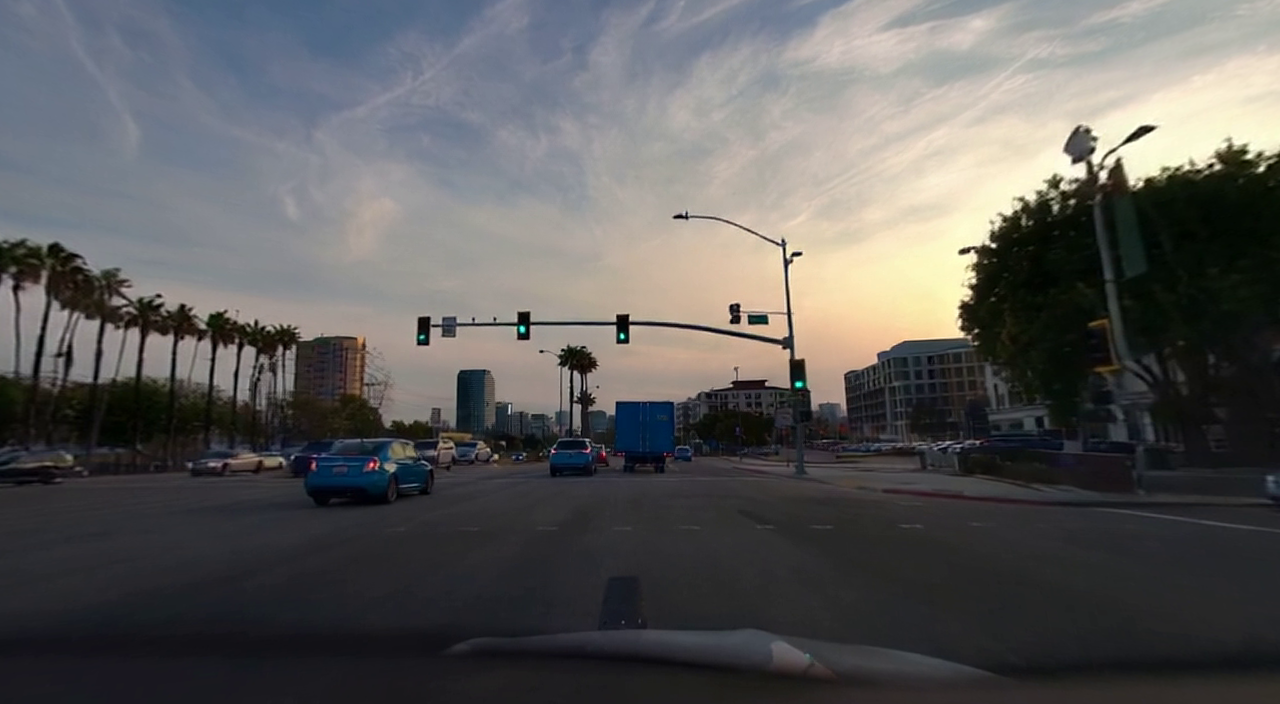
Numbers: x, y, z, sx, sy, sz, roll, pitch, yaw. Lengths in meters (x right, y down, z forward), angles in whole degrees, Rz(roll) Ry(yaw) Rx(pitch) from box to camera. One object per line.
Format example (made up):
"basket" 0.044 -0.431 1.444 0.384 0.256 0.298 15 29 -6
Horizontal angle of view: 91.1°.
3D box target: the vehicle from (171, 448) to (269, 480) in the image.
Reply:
"vehicle" -21.332 5.681 32.119 1.876 1.479 4.443 0 -9 1

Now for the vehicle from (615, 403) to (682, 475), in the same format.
"vehicle" 0.425 4.414 31.712 2.993 3.235 6.692 0 -9 1

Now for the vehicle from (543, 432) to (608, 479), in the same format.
"vehicle" -2.701 4.499 27.520 2.178 1.826 4.933 0 -9 2

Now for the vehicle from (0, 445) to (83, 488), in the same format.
"vehicle" -27.913 5.022 27.695 2.006 1.791 4.944 0 -9 1

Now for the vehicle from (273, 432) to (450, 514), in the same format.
"vehicle" -6.354 2.797 15.076 2.045 1.630 4.680 0 -9 1
